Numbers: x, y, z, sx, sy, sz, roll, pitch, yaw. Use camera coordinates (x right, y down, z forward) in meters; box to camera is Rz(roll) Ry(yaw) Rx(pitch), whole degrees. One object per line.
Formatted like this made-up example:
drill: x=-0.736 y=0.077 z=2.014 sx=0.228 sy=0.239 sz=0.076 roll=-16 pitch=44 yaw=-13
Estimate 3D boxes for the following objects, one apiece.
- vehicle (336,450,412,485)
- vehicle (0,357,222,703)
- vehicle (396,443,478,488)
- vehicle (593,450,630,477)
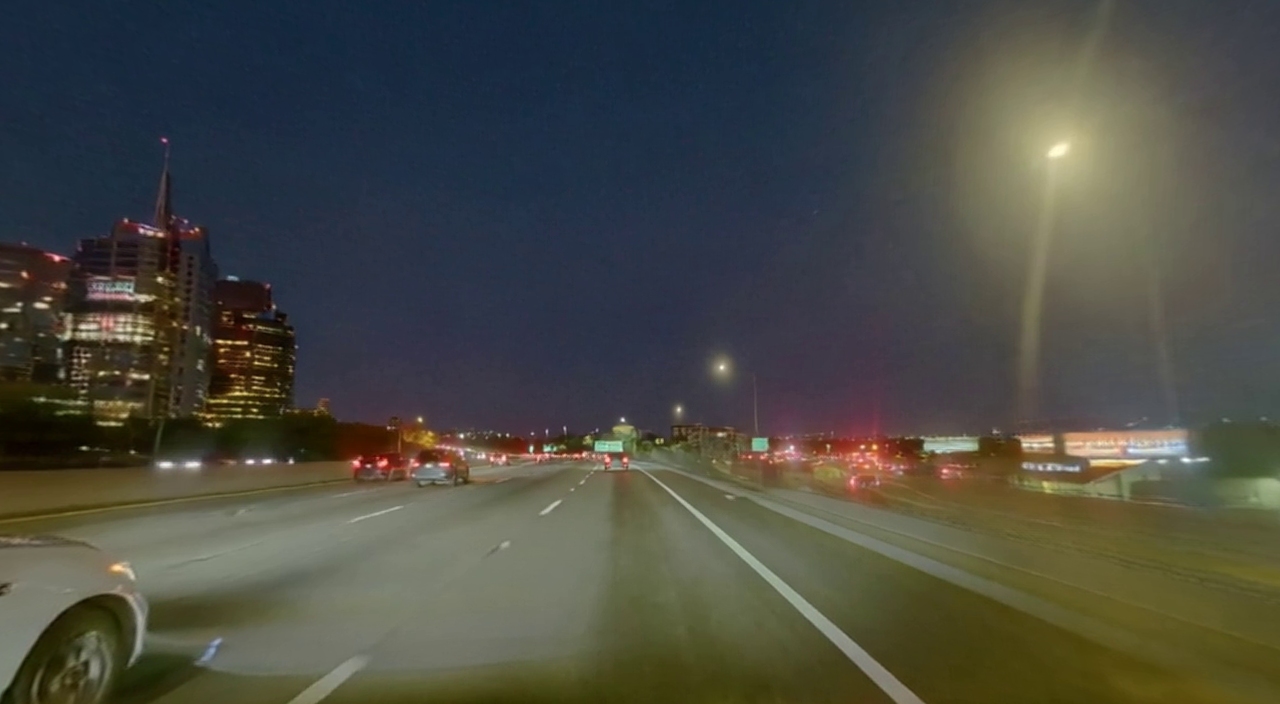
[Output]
vehicle: x=-12.346 y=5.359 z=29.520 sx=1.936 sy=1.501 sz=3.900 roll=0 pitch=-9 yaw=-2
vehicle: x=-3.624 y=0.738 z=1.528 sx=2.036 sy=1.717 sz=4.592 roll=0 pitch=-9 yaw=0
vehicle: x=-8.412 y=4.717 z=26.514 sx=2.065 sy=1.689 sz=4.399 roll=0 pitch=-9 yaw=-1
vehicle: x=-1.736 y=6.791 z=38.590 sx=2.110 sy=1.501 sz=4.319 roll=0 pitch=-9 yaw=-3
